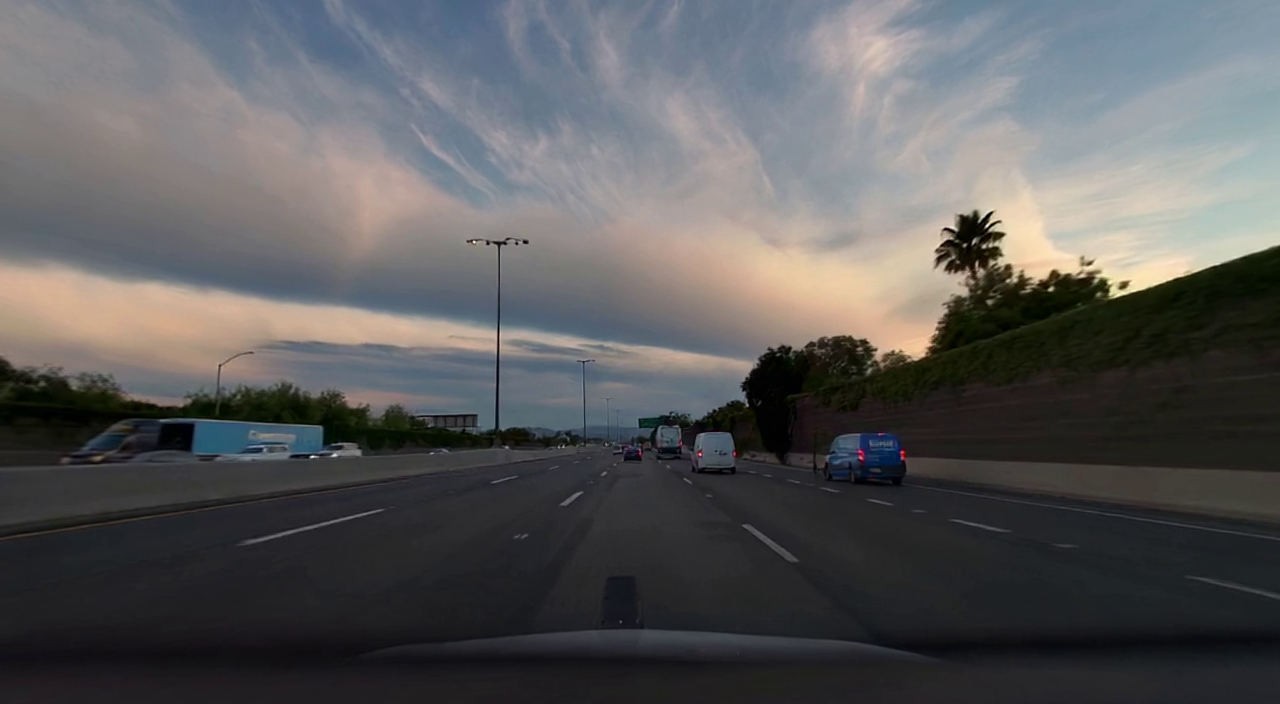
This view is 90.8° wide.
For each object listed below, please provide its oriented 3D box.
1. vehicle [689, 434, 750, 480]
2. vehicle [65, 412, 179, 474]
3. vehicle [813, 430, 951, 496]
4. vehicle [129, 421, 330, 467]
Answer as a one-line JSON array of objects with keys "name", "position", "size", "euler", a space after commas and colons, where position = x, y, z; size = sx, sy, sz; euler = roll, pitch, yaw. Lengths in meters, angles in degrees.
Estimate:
[{"name": "vehicle", "position": [3.573, 4.813, 29.221], "size": [2.035, 1.931, 4.841], "euler": [0, -9, -2]}, {"name": "vehicle", "position": [-29.014, 5.109, 35.595], "size": [3.011, 3.266, 3.745], "euler": [0, -9, 0]}, {"name": "vehicle", "position": [7.367, 3.423, 19.928], "size": [2.266, 1.799, 4.947], "euler": [0, -9, -2]}, {"name": "vehicle", "position": [-29.123, 6.908, 47.172], "size": [2.682, 2.685, 19.077], "euler": [0, -8, 0]}]
